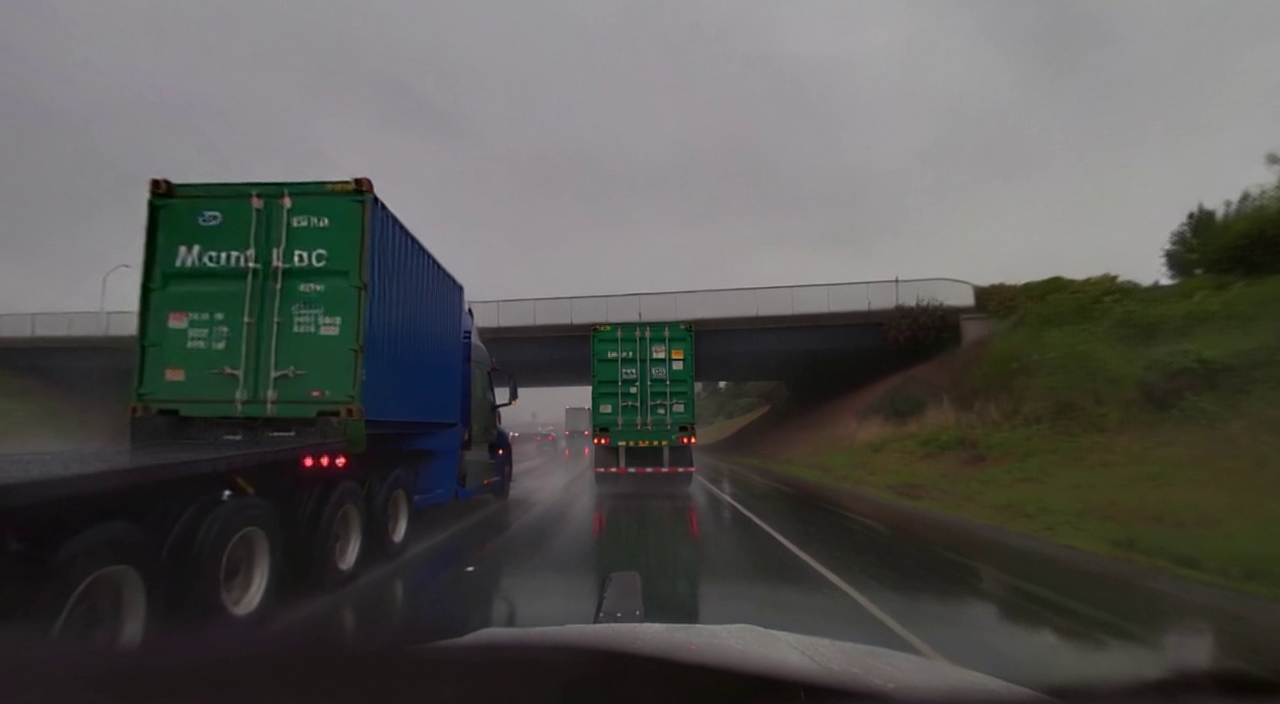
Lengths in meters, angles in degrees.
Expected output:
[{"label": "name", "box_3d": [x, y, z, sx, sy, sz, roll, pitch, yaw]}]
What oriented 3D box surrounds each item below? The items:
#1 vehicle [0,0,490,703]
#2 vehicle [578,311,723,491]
[{"label": "vehicle", "box_3d": [-3.697, -0.402, 2.322, 2.873, 4.198, 13.317, -1, -8, 1]}, {"label": "vehicle", "box_3d": [0.193, 1.666, 18.664, 3.357, 4.212, 7.519, 0, -8, -1]}]
